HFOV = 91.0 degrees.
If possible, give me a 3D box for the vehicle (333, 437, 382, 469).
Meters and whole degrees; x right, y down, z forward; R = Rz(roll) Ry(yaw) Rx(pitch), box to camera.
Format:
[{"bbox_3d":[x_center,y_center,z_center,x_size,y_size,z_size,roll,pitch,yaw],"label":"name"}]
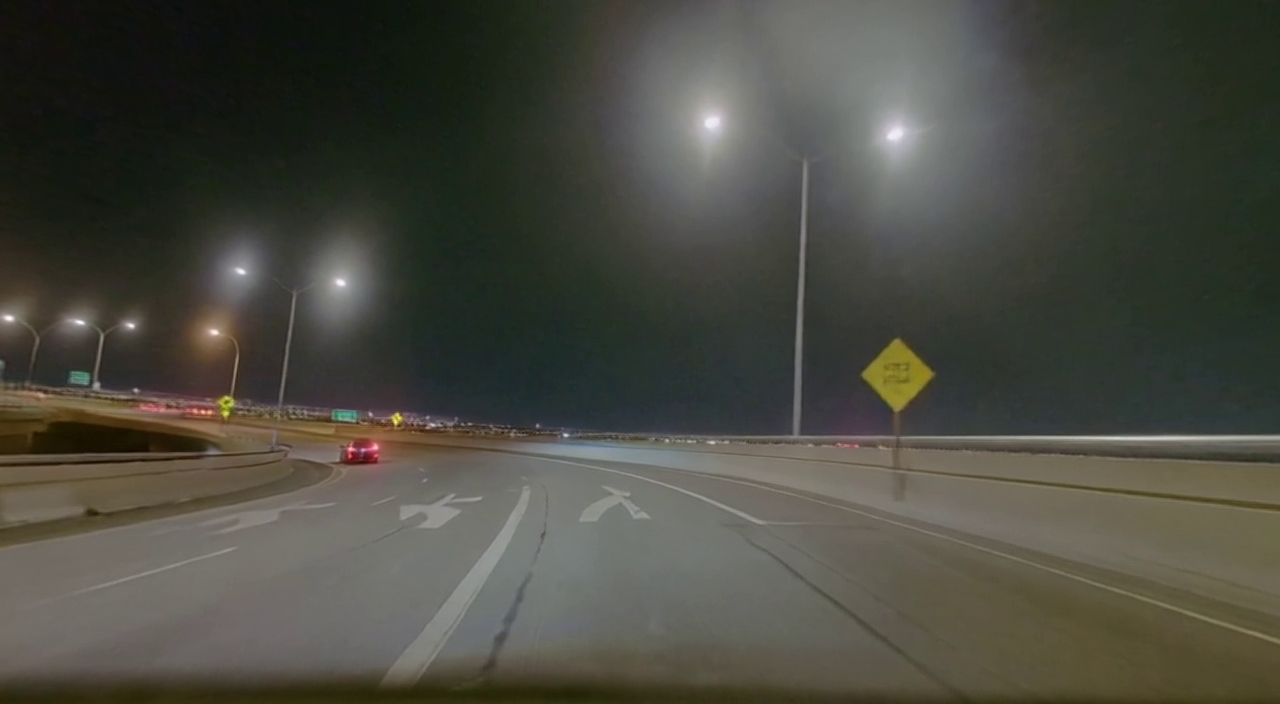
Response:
[{"bbox_3d":[-15.497,5.482,34.392,2.234,1.588,4.484,4,-10,-26],"label":"vehicle"}]
